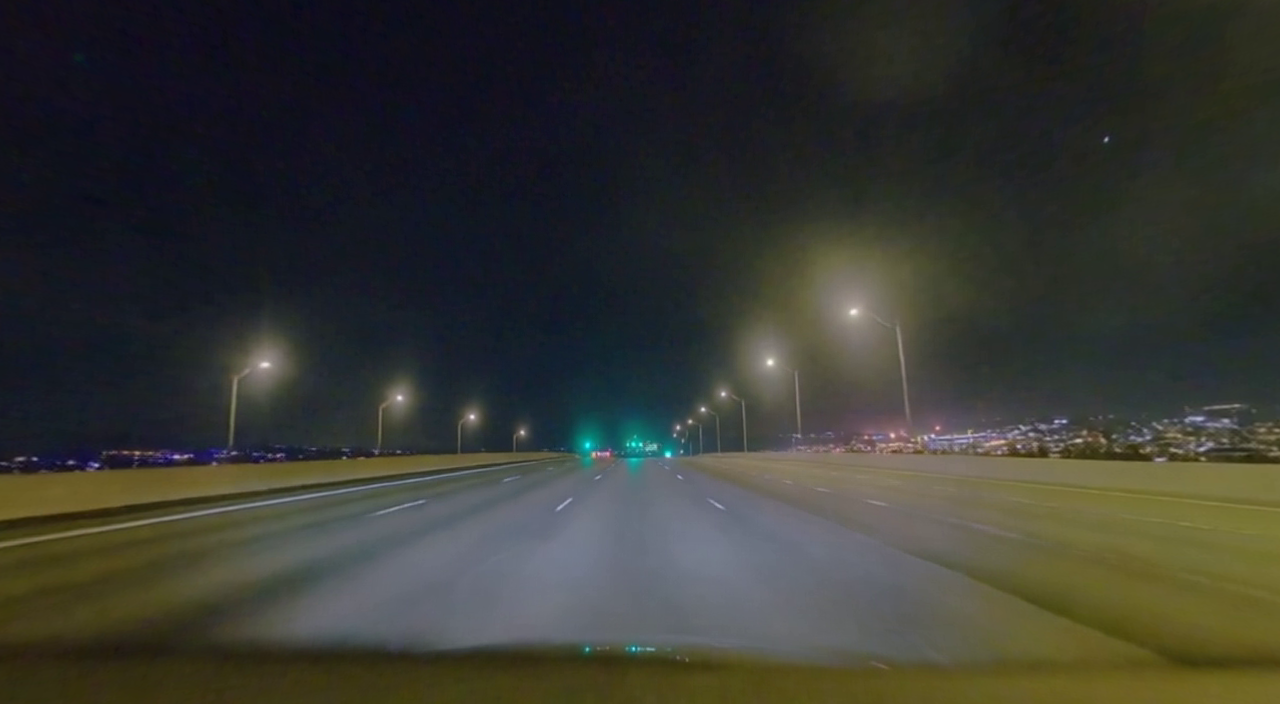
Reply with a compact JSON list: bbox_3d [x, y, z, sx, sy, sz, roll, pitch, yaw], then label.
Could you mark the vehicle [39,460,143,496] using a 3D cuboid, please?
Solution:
[{"bbox_3d":[-25.690,5.871,29.719,1.571,1.457,3.707,0,-8,0],"label":"vehicle"}]
